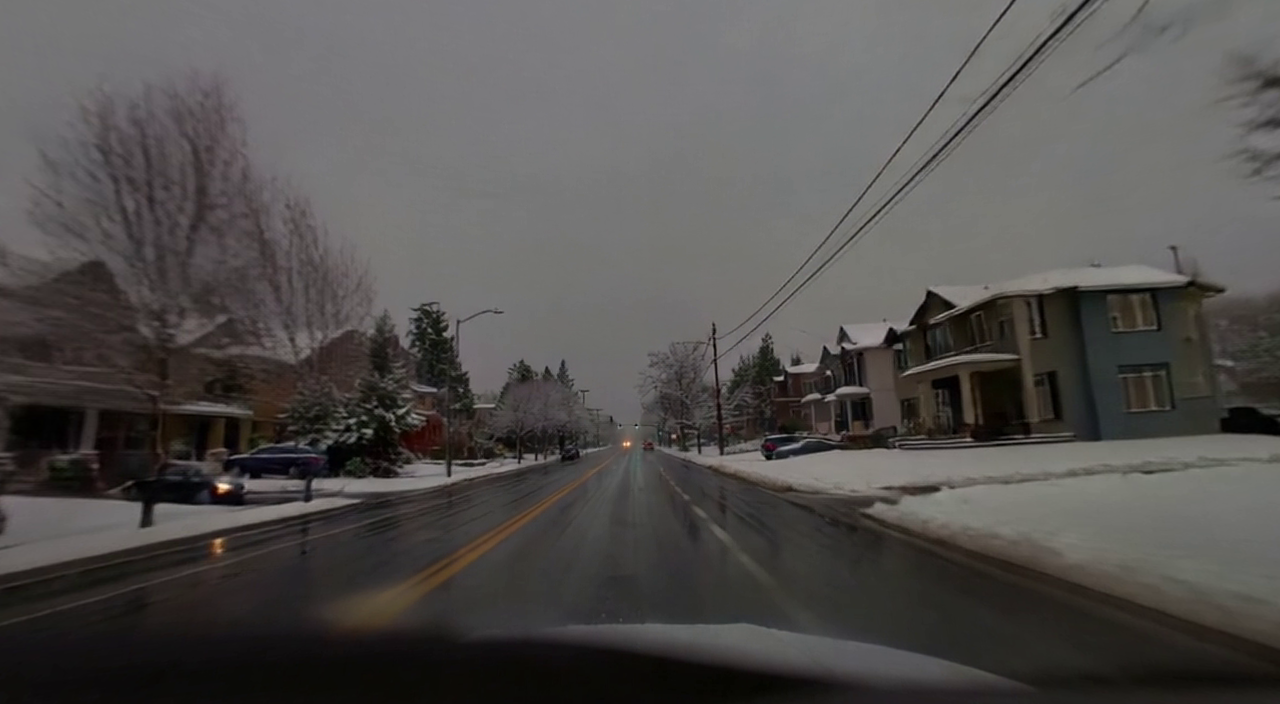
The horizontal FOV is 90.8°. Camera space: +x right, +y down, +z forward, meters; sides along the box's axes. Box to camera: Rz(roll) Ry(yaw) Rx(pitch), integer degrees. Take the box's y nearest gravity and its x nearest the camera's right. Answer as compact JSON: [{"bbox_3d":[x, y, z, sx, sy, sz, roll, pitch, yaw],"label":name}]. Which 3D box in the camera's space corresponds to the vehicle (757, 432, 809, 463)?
[{"bbox_3d":[9.026,6.077,40.214,2.121,1.785,4.693,0,-8,-1],"label":"vehicle"}]

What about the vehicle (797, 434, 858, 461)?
[{"bbox_3d":[11.799,6.063,40.144,2.181,1.530,4.867,-2,-8,-3],"label":"vehicle"}]

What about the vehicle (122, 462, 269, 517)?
[{"bbox_3d":[-15.415,4.743,22.262,2.124,1.538,4.237,-1,-8,0],"label":"vehicle"}]
